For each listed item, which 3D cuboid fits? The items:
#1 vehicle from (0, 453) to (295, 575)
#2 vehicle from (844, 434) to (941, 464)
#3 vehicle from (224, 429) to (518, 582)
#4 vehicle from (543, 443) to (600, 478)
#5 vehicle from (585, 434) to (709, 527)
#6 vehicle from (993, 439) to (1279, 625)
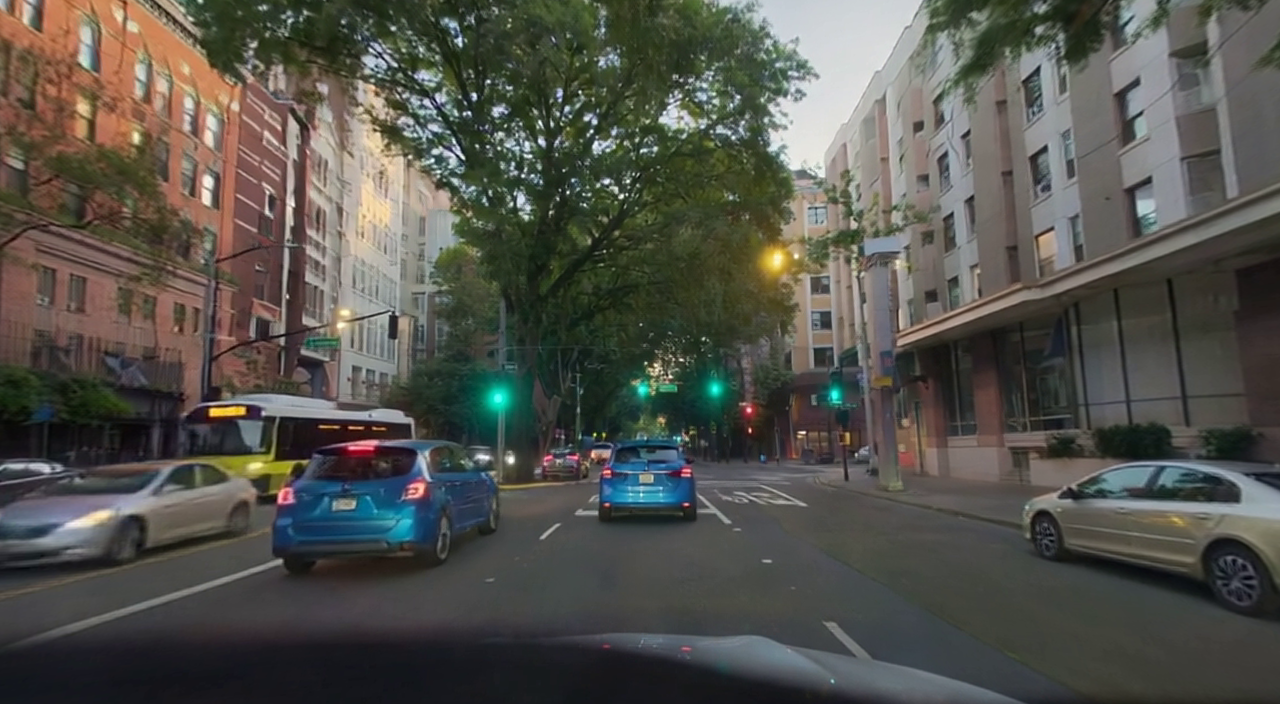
[{"bbox_3d":[-7.321,2.200,9.362,1.964,1.341,4.149,-1,-9,2],"label":"vehicle"},{"bbox_3d":[16.433,6.346,41.261,5.345,1.811,2.175,0,-9,-1],"label":"vehicle"},{"bbox_3d":[-3.115,1.869,8.581,1.970,1.492,4.534,0,-9,0],"label":"vehicle"},{"bbox_3d":[-3.037,4.923,28.835,2.131,1.486,4.089,0,-9,0],"label":"vehicle"},{"bbox_3d":[0.083,2.368,12.108,2.022,1.481,3.564,0,-9,-1],"label":"vehicle"},{"bbox_3d":[5.994,1.677,6.654,1.873,1.453,4.579,0,-9,0],"label":"vehicle"}]
